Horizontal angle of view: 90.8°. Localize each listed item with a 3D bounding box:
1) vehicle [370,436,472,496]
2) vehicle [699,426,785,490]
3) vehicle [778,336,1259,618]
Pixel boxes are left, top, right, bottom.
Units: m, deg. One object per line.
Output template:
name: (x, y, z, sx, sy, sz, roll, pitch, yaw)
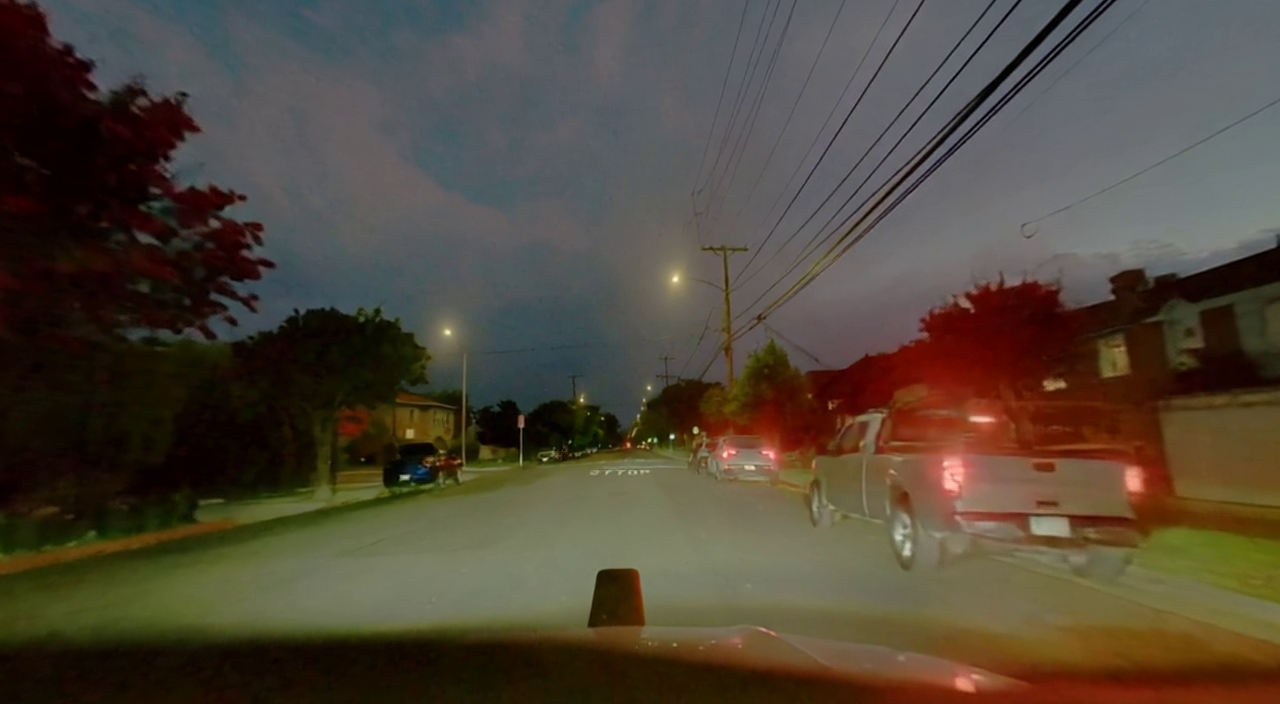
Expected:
vehicle: (-7.371, 3.940, 21.737, 1.980, 1.664, 4.342, -5, -11, 0)
vehicle: (3.124, 3.348, 20.235, 1.993, 1.778, 4.311, 0, -8, 0)
vehicle: (3.394, 1.317, 7.558, 2.111, 2.054, 5.748, 0, -8, -1)
